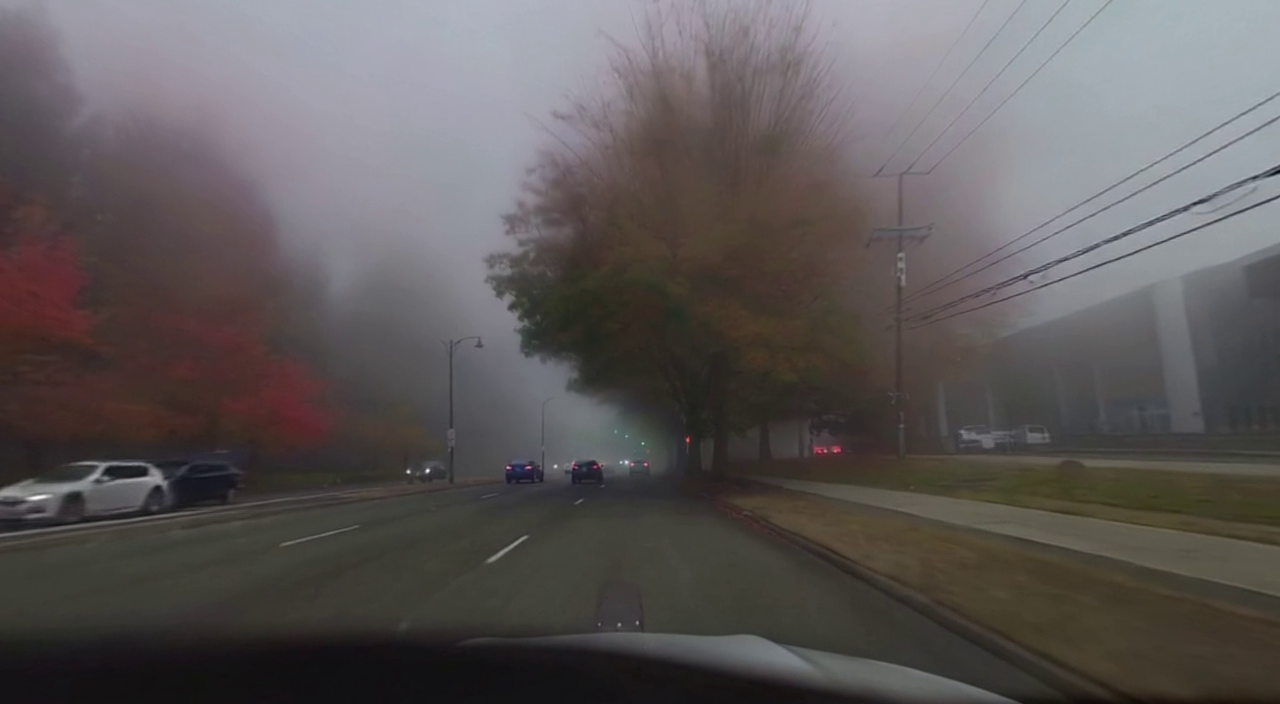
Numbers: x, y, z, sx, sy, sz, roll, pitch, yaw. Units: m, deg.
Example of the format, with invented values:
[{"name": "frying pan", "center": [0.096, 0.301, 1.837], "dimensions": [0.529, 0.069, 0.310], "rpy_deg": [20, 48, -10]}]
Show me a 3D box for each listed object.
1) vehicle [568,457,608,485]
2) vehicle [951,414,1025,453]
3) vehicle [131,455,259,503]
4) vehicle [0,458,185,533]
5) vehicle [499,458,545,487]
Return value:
[{"name": "vehicle", "center": [-3.315, 7.656, 40.819], "dimensions": [2.085, 1.663, 4.513], "rpy_deg": [0, -9, 2]}, {"name": "vehicle", "center": [24.836, 5.959, 45.254], "dimensions": [2.347, 2.576, 5.846], "rpy_deg": [0, -9, 5]}, {"name": "vehicle", "center": [-19.446, 5.530, 27.890], "dimensions": [2.057, 1.886, 4.884], "rpy_deg": [0, -9, 0]}, {"name": "vehicle", "center": [-13.542, 3.341, 15.235], "dimensions": [1.909, 1.502, 4.355], "rpy_deg": [1, -9, -3]}, {"name": "vehicle", "center": [-7.179, 7.369, 38.774], "dimensions": [1.932, 1.596, 4.247], "rpy_deg": [0, -9, 1]}]
